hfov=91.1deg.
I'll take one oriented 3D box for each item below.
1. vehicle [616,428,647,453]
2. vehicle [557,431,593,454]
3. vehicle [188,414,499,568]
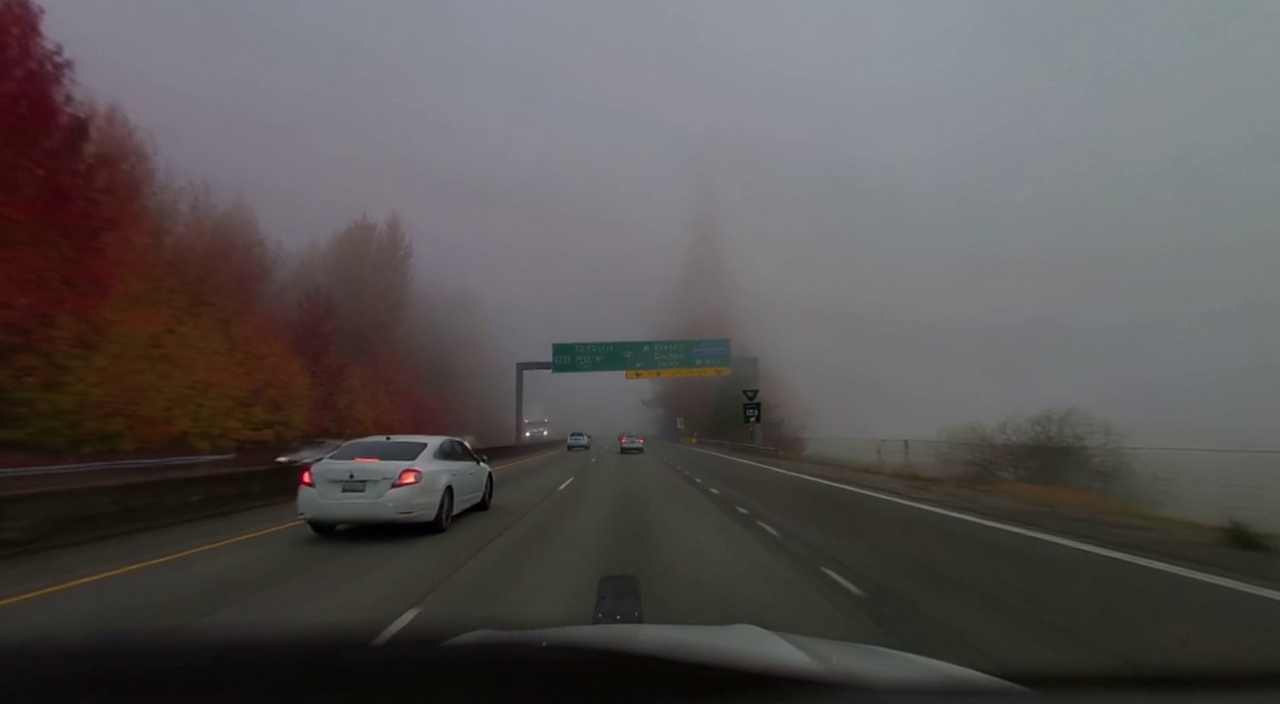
[{"bbox_3d":[-0.576,6.155,43.659,2.054,1.609,3.859,0,-8,-1],"label":"vehicle"},{"bbox_3d":[-4.439,6.273,43.636,2.071,1.524,4.398,0,-8,-1],"label":"vehicle"},{"bbox_3d":[-3.438,1.682,8.544,1.989,1.497,4.645,0,-8,0],"label":"vehicle"}]
